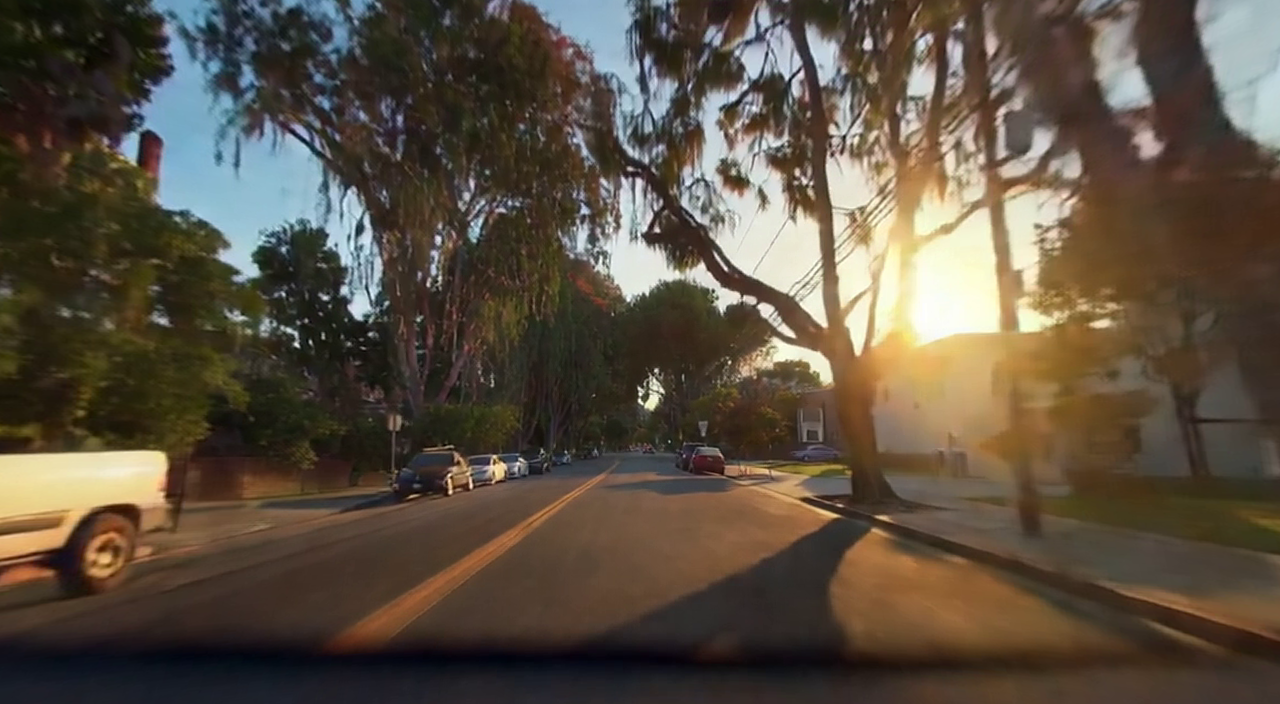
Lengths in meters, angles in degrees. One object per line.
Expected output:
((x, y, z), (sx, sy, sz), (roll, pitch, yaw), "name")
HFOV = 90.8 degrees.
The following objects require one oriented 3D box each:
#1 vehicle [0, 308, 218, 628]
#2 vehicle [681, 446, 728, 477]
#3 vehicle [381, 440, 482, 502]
((-6.756, 0.995, 5.341), (2.439, 2.724, 5.647), (-1, -10, -1), "vehicle")
((3.305, 5.726, 33.302), (1.869, 1.453, 4.237), (0, -9, -2), "vehicle")
((-6.768, 3.876, 21.025), (1.963, 1.820, 4.297), (0, -9, -1), "vehicle")
